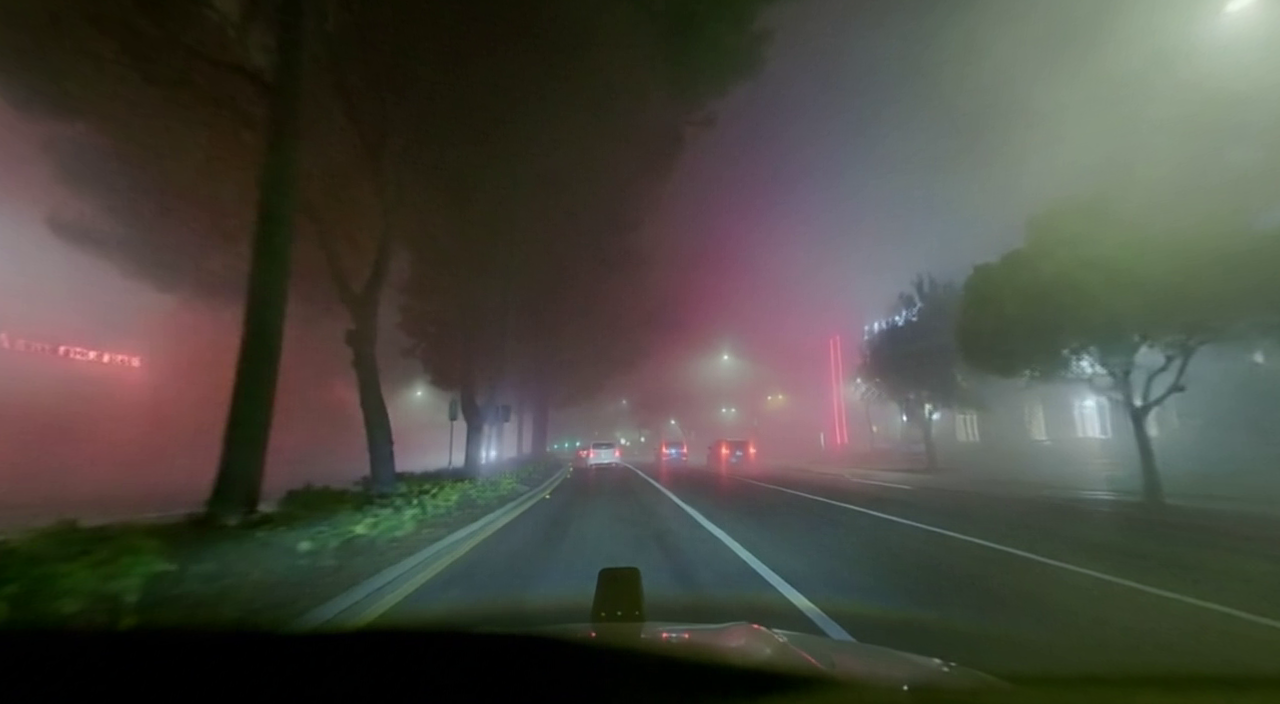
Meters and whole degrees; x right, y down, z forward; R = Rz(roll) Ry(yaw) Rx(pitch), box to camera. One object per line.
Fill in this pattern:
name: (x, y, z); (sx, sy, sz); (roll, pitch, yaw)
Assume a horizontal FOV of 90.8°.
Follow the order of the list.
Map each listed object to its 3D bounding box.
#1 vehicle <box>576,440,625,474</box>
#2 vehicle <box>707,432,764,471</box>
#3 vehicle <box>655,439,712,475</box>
vehicle: (-1.853, 4.873, 29.636); (2.101, 1.444, 4.248); (0, -8, -4)
vehicle: (5.182, 5.496, 35.074); (2.052, 1.990, 4.736); (0, -8, -5)
vehicle: (1.938, 4.846, 29.396); (1.993, 1.477, 4.240); (0, -8, -5)
